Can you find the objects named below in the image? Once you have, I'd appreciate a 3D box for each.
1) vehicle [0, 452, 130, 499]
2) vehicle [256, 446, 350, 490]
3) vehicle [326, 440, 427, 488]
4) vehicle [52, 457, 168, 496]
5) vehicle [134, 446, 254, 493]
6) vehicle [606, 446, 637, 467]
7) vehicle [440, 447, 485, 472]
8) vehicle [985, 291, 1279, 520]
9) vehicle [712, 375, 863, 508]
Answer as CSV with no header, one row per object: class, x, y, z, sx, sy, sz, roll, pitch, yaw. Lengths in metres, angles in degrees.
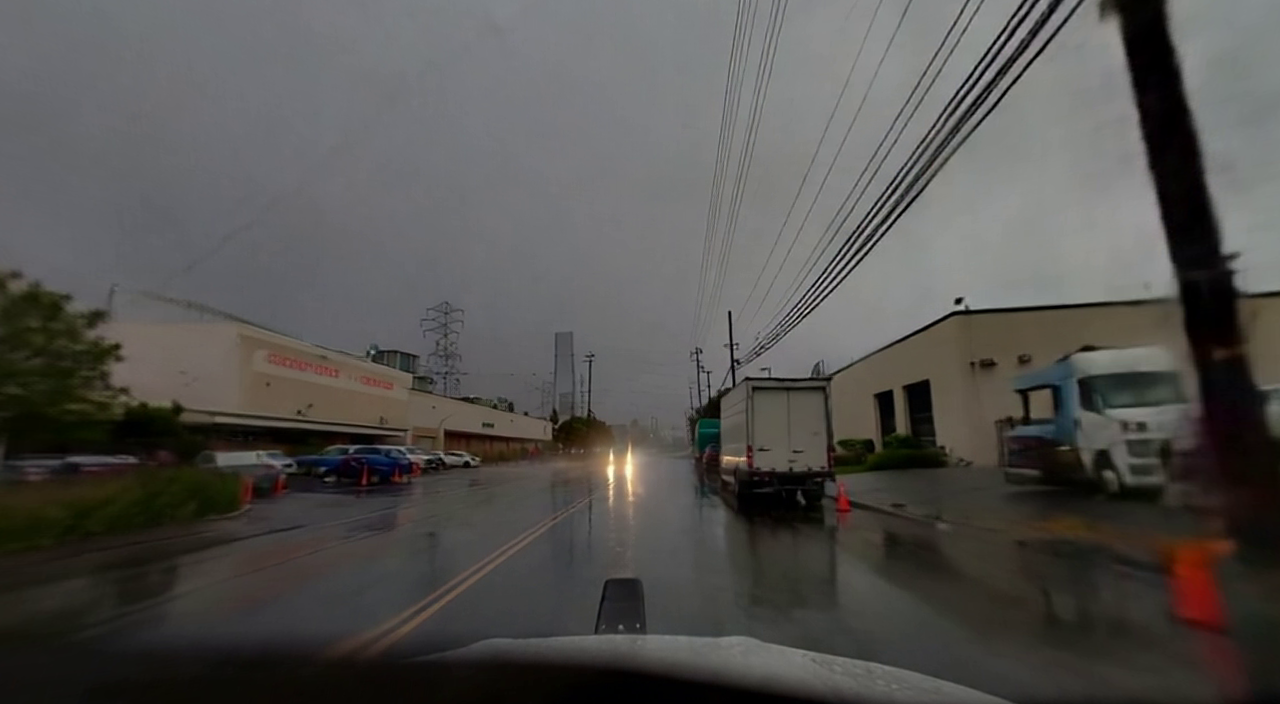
vehicle,-25.410,5.381,27.947,2.092,1.806,4.601,0,-9,-6
vehicle,-14.947,5.125,28.335,1.971,1.789,4.360,0,-8,-3
vehicle,-11.974,5.109,29.232,2.287,1.975,5.511,0,-8,0
vehicle,-22.859,5.342,27.439,1.833,1.454,3.782,0,-8,-2
vehicle,-20.091,5.264,28.806,2.026,1.885,4.932,0,-8,-3
vehicle,-1.389,8.126,49.268,1.988,1.479,4.485,-1,-8,5
vehicle,-13.121,7.957,46.913,2.078,1.674,4.652,-2,-9,-1
vehicle,10.311,1.228,12.605,2.764,3.329,6.843,0,-8,-1
vehicle,4.097,2.783,19.589,2.871,3.301,7.433,0,-8,0
